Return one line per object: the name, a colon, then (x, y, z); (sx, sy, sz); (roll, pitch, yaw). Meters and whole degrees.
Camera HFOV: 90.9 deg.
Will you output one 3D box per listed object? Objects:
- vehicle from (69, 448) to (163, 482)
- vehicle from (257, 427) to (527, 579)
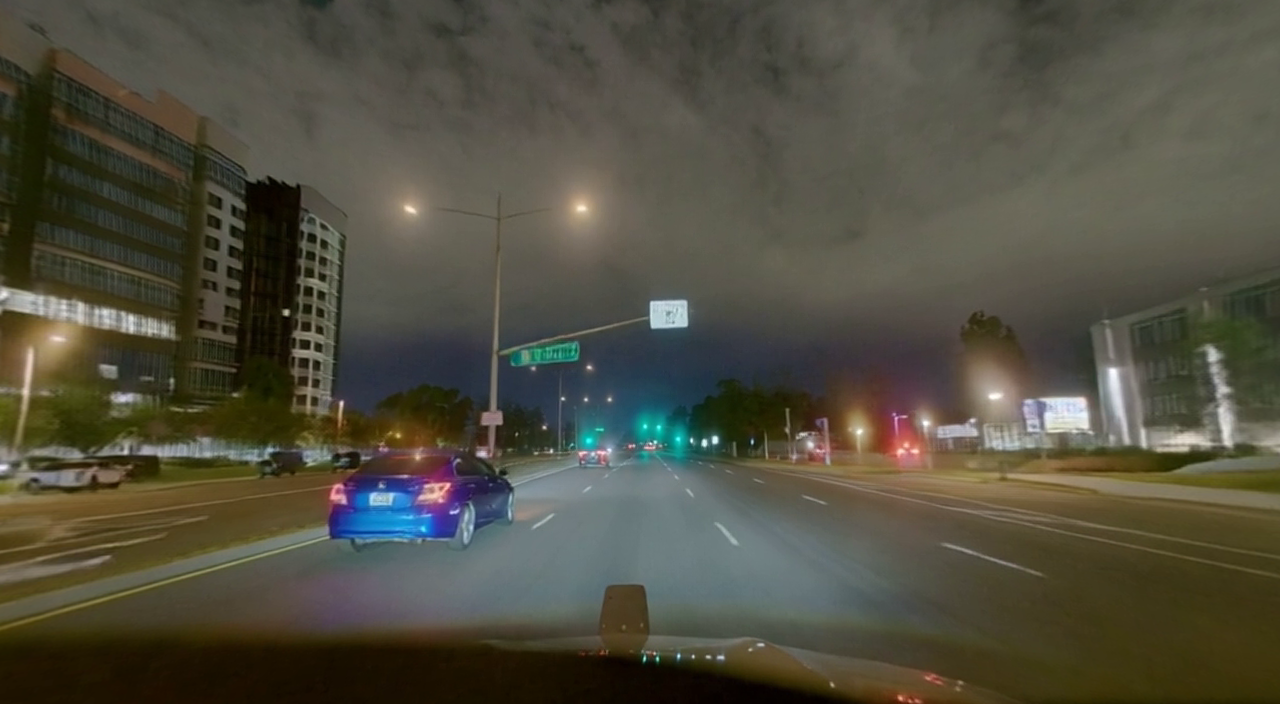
vehicle: (-34.818, 7.489, 42.110); (2.199, 1.962, 5.038); (-1, -8, -4)
vehicle: (-3.141, 1.975, 9.170); (2.009, 1.489, 4.543); (-4, -8, 1)
